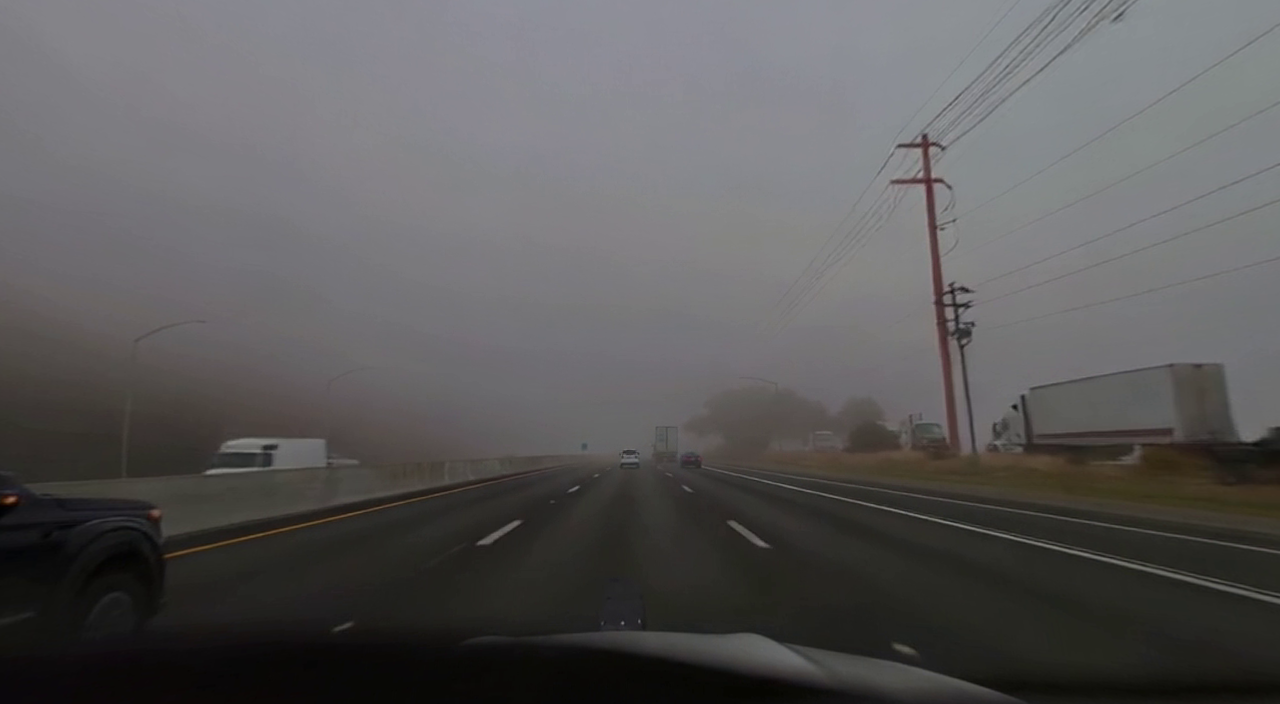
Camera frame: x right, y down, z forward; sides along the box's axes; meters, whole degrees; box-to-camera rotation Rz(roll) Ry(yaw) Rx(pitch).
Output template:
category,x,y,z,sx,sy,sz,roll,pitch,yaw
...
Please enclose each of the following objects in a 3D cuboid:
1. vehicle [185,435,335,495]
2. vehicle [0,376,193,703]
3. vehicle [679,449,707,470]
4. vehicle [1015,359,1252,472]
category,x,y,z,sx,sy,sz,roll,pitch,yaw
vehicle,-12.491,3.754,21.208,2.097,1.747,4.775,0,-9,-1
vehicle,-4.198,0.821,2.077,2.018,1.710,4.649,0,-9,0
vehicle,3.997,8.129,47.839,1.779,1.512,3.517,0,-9,0
vehicle,22.786,3.274,30.398,2.948,4.403,10.315,-3,-9,1
